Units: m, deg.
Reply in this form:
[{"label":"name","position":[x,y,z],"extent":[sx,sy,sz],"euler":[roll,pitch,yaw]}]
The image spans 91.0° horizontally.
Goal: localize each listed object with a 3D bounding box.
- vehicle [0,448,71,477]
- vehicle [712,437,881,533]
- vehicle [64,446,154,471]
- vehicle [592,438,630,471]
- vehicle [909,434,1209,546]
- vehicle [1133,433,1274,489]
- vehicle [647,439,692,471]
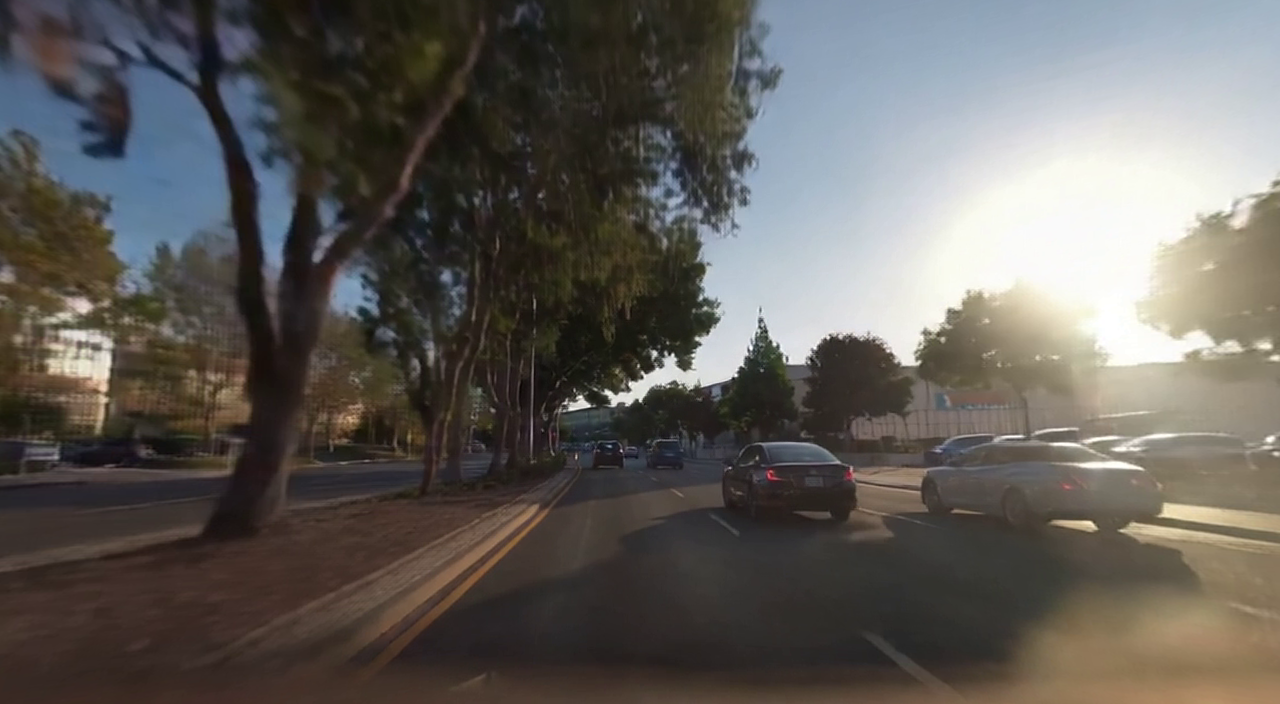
[{"label":"vehicle","position":[-30.294,5.334,30.571],"extent":[3.468,1.345,1.795],"euler":[0,-9,-4]},{"label":"vehicle","position":[2.658,2.358,11.834],"extent":[1.883,1.452,4.258],"euler":[0,-9,-3]},{"label":"vehicle","position":[-30.478,6.127,36.204],"extent":[3.502,1.364,1.773],"euler":[1,-9,-4]},{"label":"vehicle","position":[-1.738,5.879,36.330],"extent":[2.051,1.798,4.168],"euler":[1,-9,-4]},{"label":"vehicle","position":[6.495,2.154,10.531],"extent":[1.917,1.457,4.274],"euler":[0,-9,-3]},{"label":"vehicle","position":[22.979,4.408,26.079],"extent":[2.528,1.997,5.919],"euler":[-2,-8,24]},{"label":"vehicle","position":[1.646,5.927,36.408],"extent":[2.000,1.745,4.206],"euler":[1,-9,-5]}]
